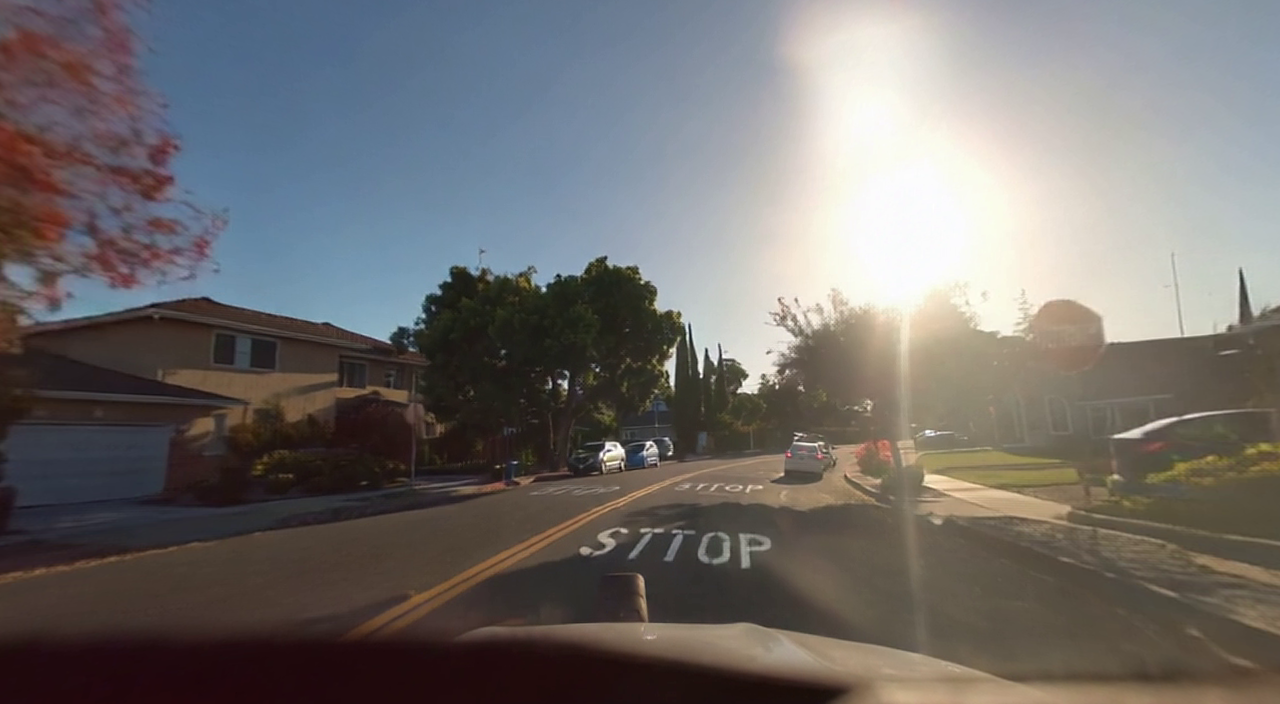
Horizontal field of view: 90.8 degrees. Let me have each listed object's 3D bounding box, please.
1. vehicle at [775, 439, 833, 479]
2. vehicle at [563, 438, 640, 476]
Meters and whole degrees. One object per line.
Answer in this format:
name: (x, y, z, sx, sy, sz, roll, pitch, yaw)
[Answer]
vehicle: (6.969, 4.431, 26.505, 2.045, 1.478, 4.914, -3, -9, 17)
vehicle: (-1.790, 5.129, 31.219, 2.030, 1.696, 4.828, -3, -9, 19)
